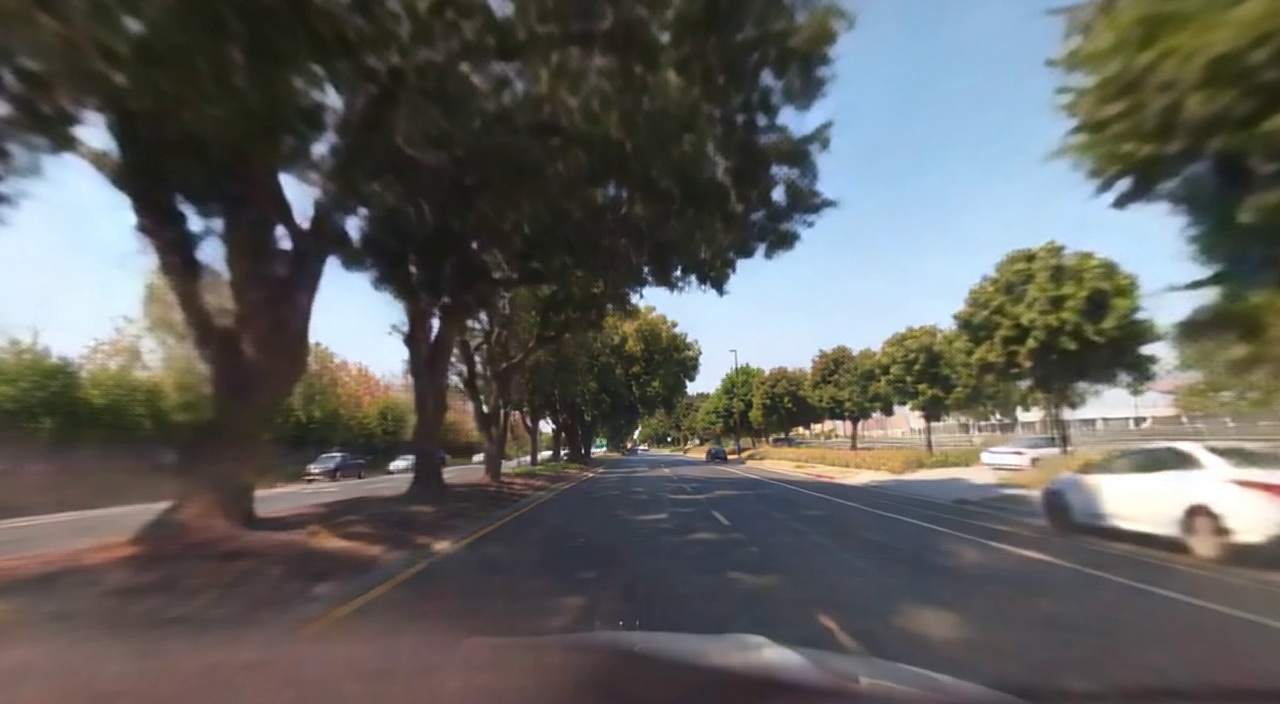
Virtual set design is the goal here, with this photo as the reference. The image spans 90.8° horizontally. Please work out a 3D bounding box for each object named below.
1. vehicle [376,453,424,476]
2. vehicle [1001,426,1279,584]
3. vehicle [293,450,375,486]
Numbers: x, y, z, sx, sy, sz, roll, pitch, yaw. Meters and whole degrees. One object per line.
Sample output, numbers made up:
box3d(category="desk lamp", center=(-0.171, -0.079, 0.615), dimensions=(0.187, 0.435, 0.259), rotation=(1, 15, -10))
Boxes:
box3d(category="vehicle", center=(-17.928, 8.400, 47.405), dimensions=(1.851, 1.563, 4.336), rotation=(0, -9, 0))
box3d(category="vehicle", center=(7.245, 1.872, 8.634), dimensions=(1.838, 1.554, 4.607), rotation=(0, -9, -1))
box3d(category="vehicle", center=(-17.761, 6.708, 37.043), dimensions=(1.999, 1.875, 5.842), rotation=(0, -8, -1))
